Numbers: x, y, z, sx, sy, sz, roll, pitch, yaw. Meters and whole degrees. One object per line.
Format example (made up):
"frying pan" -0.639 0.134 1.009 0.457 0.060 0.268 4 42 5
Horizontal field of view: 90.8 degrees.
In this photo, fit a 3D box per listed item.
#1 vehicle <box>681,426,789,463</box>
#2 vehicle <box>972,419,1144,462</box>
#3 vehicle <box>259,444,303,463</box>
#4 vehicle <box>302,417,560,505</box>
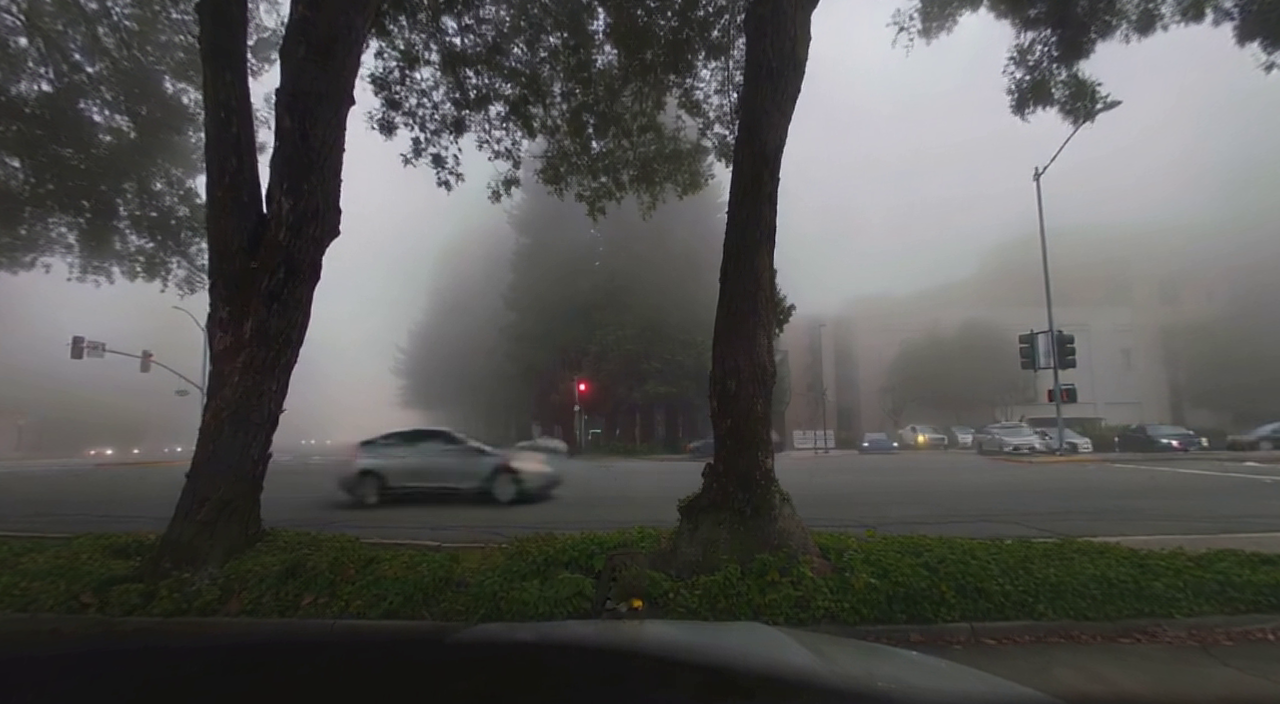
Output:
"vehicle" 4.329 4.205 28.747 4.677 1.593 2.029 -2 -9 11
"vehicle" 15.015 3.219 22.955 4.749 1.461 1.892 -1 -9 9
"vehicle" -28.114 7.918 49.569 2.235 1.417 4.272 3 -9 -20
"vehicle" -4.514 2.389 14.063 4.959 1.715 2.162 -2 -9 11
